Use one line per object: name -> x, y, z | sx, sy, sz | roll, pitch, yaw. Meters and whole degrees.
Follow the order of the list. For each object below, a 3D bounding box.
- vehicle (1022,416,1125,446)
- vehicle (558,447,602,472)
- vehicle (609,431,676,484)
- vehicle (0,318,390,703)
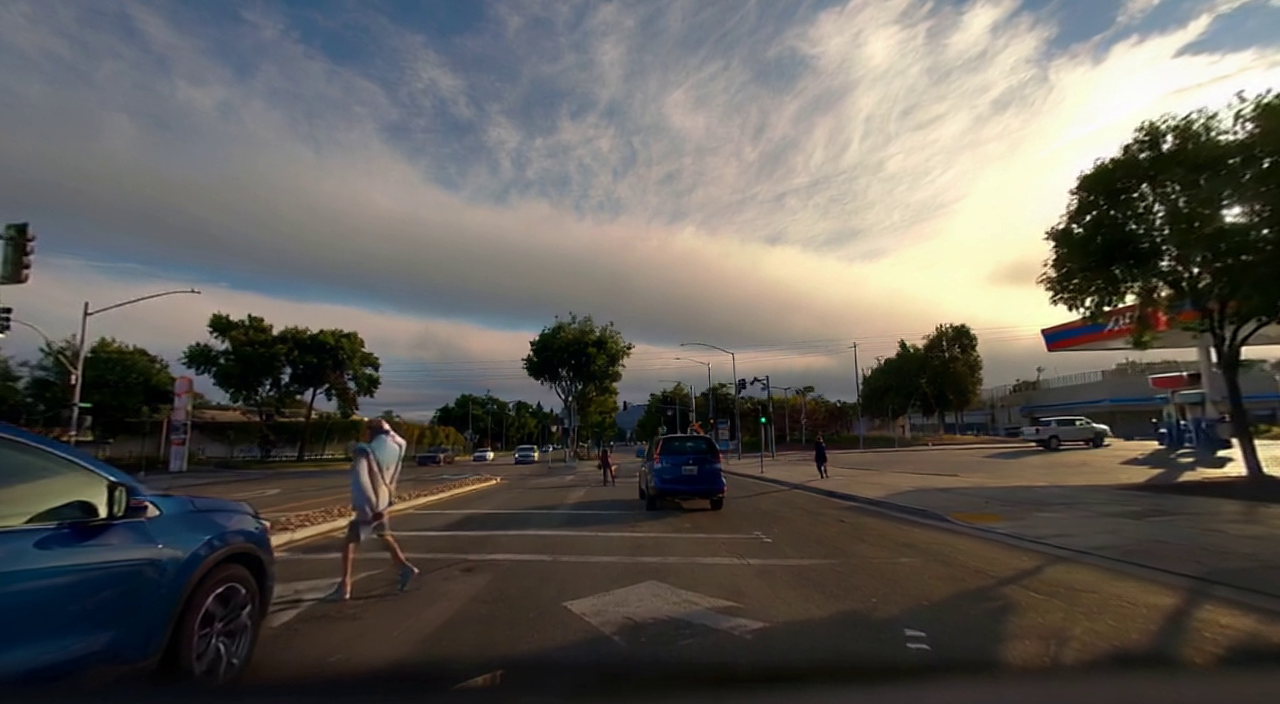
vehicle -> 28.340, 5.213, 41.266 | 5.102, 1.893, 2.120 | 0, -9, -1
vehicle -> -3.636, 6.638, 39.168 | 2.192, 1.458, 4.594 | 0, -8, 1
vehicle -> 0.055, 4.444, 26.933 | 2.552, 1.999, 5.498 | 0, -8, -1
vehicle -> -3.132, 0.863, 2.571 | 2.247, 1.734, 4.919 | 0, -8, -1
